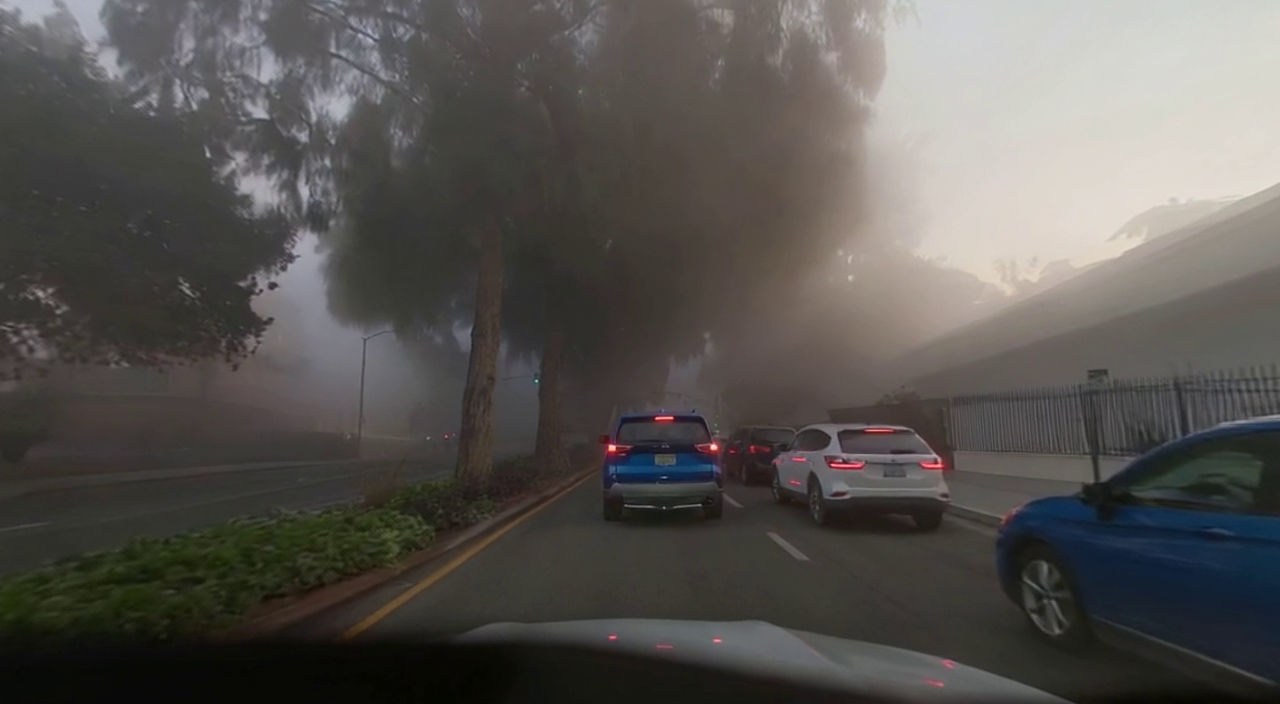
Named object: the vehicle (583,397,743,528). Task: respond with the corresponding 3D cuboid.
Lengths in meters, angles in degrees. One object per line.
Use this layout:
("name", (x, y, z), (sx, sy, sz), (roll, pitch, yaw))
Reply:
("vehicle", (0.362, 1.967, 11.600), (2.386, 1.947, 4.168), (0, -9, 1))

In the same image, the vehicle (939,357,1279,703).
("vehicle", (3.554, 0.911, 2.712), (2.138, 1.699, 4.852), (0, -8, 0))

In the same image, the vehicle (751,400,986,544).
("vehicle", (3.598, 2.034, 11.331), (2.238, 1.958, 5.250), (0, -9, 0))
